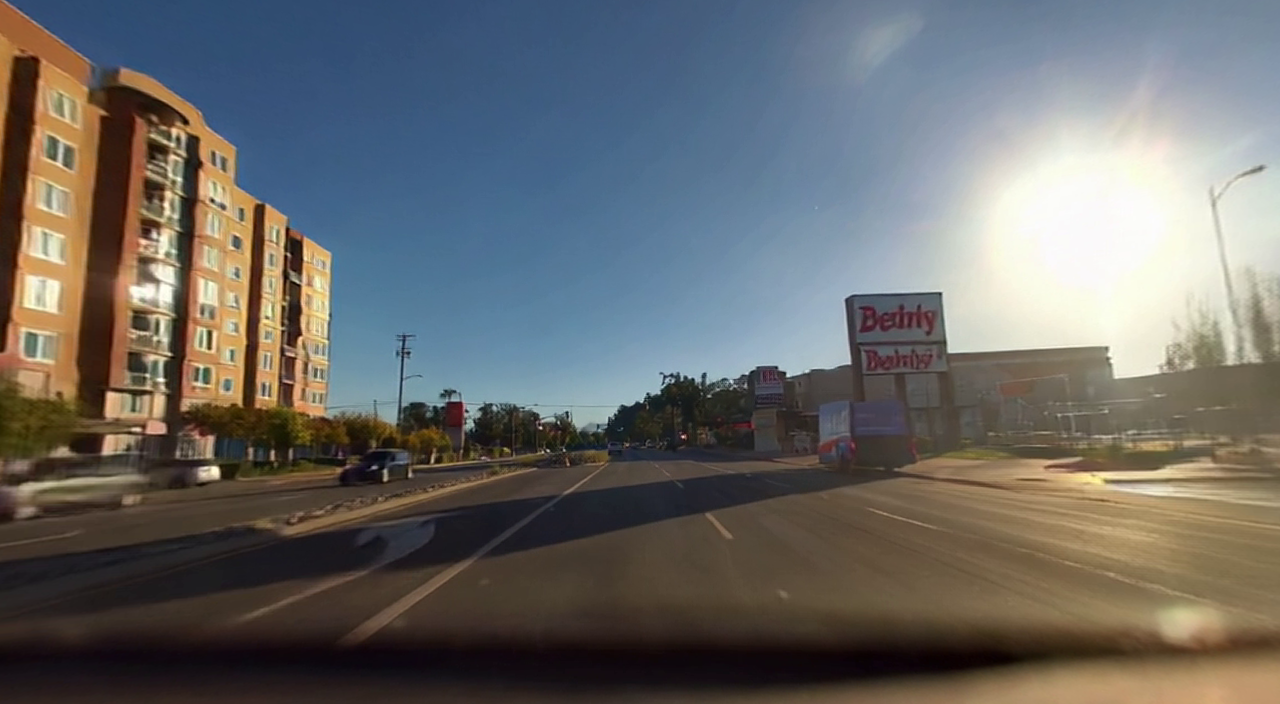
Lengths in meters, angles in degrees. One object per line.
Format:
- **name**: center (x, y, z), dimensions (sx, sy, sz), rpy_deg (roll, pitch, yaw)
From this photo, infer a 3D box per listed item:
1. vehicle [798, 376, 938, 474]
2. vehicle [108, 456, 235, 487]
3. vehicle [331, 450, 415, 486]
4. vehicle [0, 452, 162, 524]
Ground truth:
- **vehicle**: center (9.994, 3.509, 29.136), dimensions (3.174, 3.794, 9.019), rpy_deg (-1, -9, 1)
- **vehicle**: center (-24.466, 6.247, 33.216), dimensions (4.862, 1.510, 2.027), rpy_deg (2, -9, -12)
- **vehicle**: center (-11.942, 5.195, 28.654), dimensions (1.901, 1.465, 4.604), rpy_deg (0, -8, -1)
- **vehicle**: center (-14.700, 3.337, 15.692), dimensions (1.841, 1.543, 4.680), rpy_deg (-2, -10, 2)
